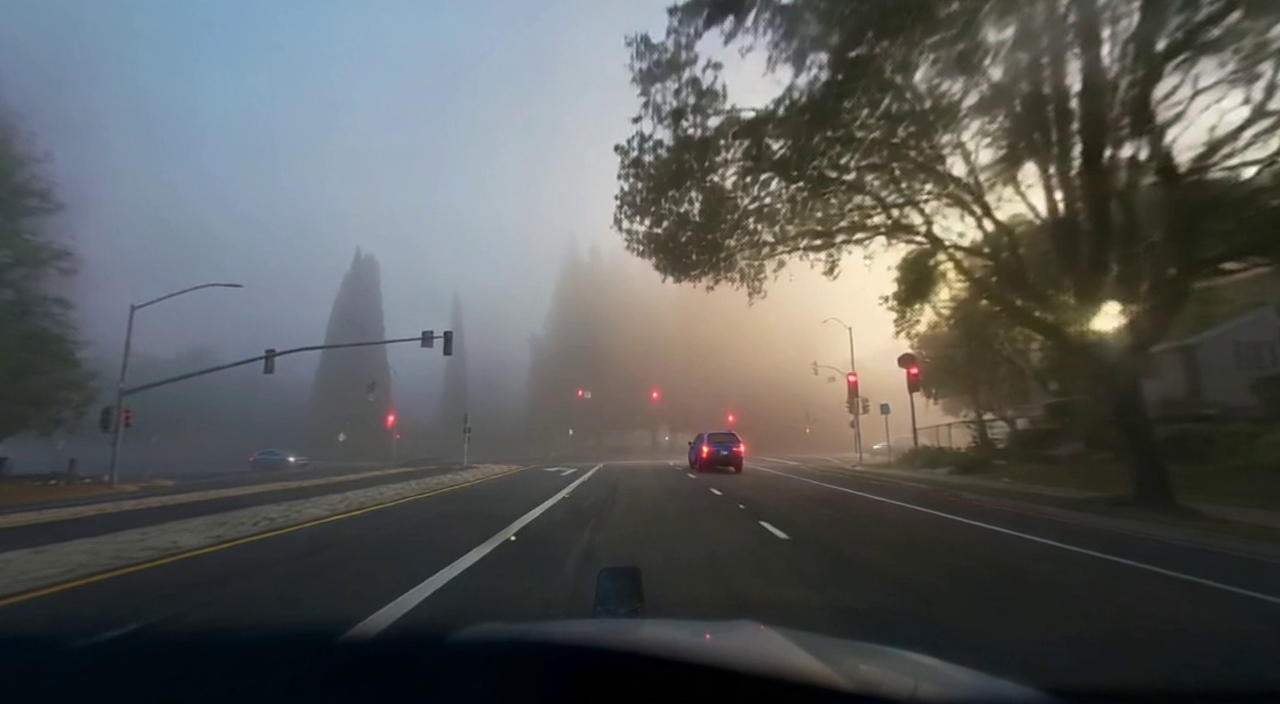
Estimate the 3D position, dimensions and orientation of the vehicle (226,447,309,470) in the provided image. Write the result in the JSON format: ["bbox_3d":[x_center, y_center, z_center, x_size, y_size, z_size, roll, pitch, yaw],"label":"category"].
[{"bbox_3d":[-27.002,7.723,45.916,4.737,1.659,2.042,0,-9,-2],"label":"vehicle"}]

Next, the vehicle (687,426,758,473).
[{"bbox_3d":[3.359,4.126,26.875,2.229,1.795,4.927,0,-9,-2],"label":"vehicle"}]
